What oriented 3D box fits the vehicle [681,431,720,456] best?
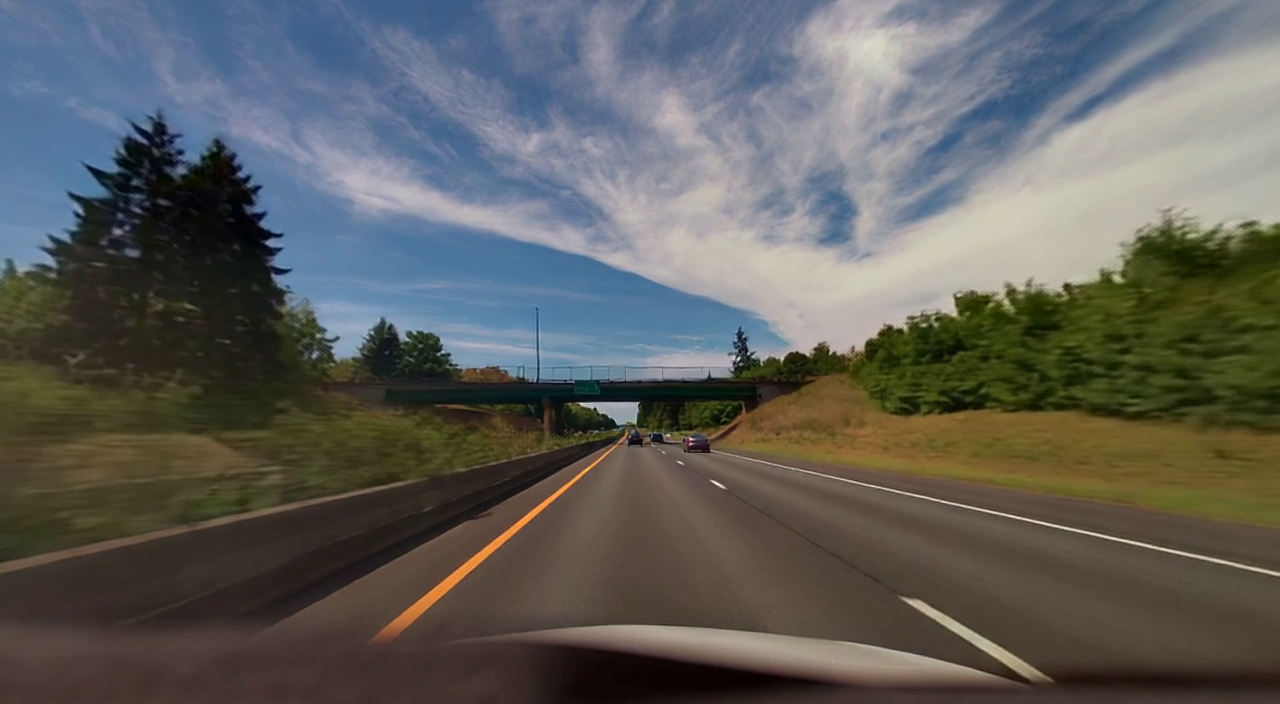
[{"bbox_3d":[3.927,6.030,41.669,2.010,1.526,4.438,0,-8,-2],"label":"vehicle"}]
